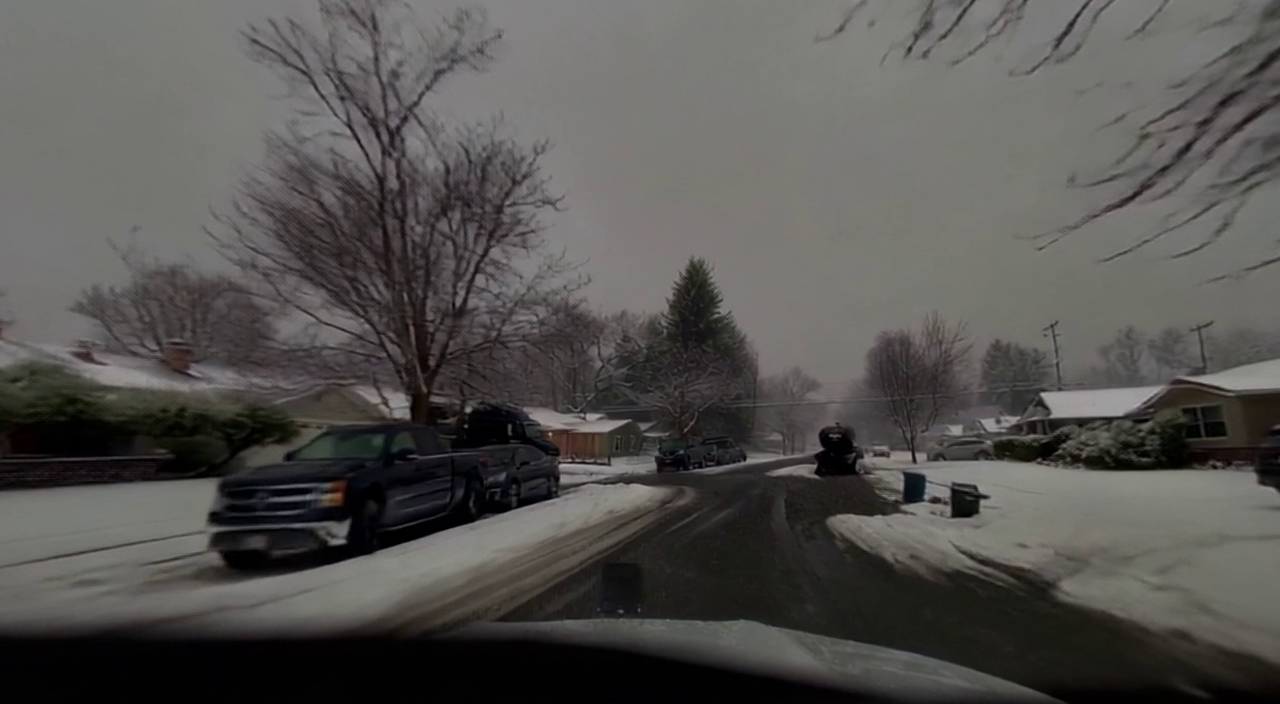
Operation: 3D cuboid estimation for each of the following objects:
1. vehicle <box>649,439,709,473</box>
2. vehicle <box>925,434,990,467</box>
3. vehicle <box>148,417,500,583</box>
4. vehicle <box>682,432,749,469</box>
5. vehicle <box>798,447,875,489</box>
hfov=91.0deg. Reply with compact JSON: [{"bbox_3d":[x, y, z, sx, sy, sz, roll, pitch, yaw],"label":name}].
[{"bbox_3d":[2.222,5.699,34.662,2.052,1.745,4.737,-3,-9,19],"label":"vehicle"},{"bbox_3d":[21.245,6.601,42.252,3.470,2.123,1.584,0,-7,6],"label":"vehicle"},{"bbox_3d":[-4.116,1.920,9.568,2.274,1.784,5.090,-1,-7,7],"label":"vehicle"},{"bbox_3d":[5.218,6.628,42.538,2.632,2.249,6.179,-4,-9,24],"label":"vehicle"},{"bbox_3d":[8.664,4.926,27.423,2.804,1.336,6.700,-2,-7,19],"label":"vehicle"}]
